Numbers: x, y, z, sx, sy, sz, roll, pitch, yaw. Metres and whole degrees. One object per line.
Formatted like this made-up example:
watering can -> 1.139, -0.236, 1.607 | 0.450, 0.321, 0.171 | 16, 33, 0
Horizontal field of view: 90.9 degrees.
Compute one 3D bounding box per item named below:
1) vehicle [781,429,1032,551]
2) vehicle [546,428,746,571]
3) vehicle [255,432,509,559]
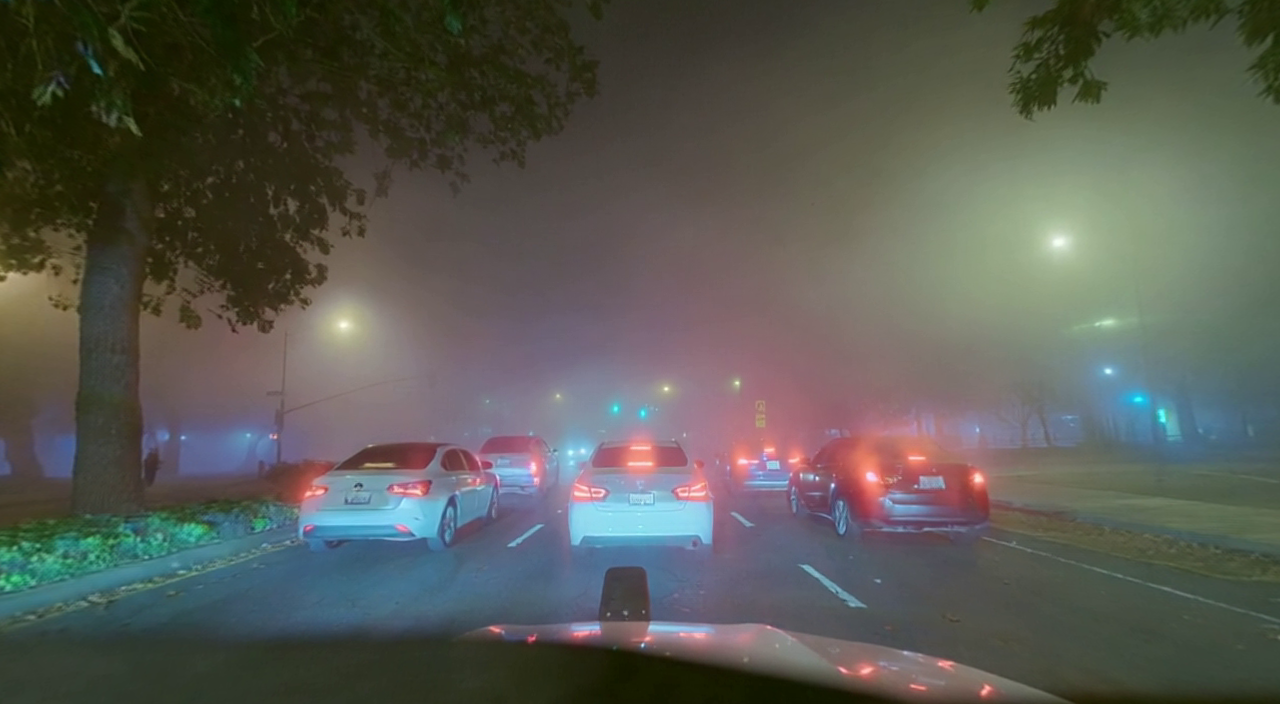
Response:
vehicle -> 3.788, 2.029, 10.032 | 1.990, 1.486, 4.431 | 0, -8, -1
vehicle -> 0.045, 1.848, 8.679 | 2.101, 1.480, 3.929 | 0, -8, 0
vehicle -> -3.465, 1.990, 9.499 | 2.002, 1.465, 4.098 | 0, -8, 1
